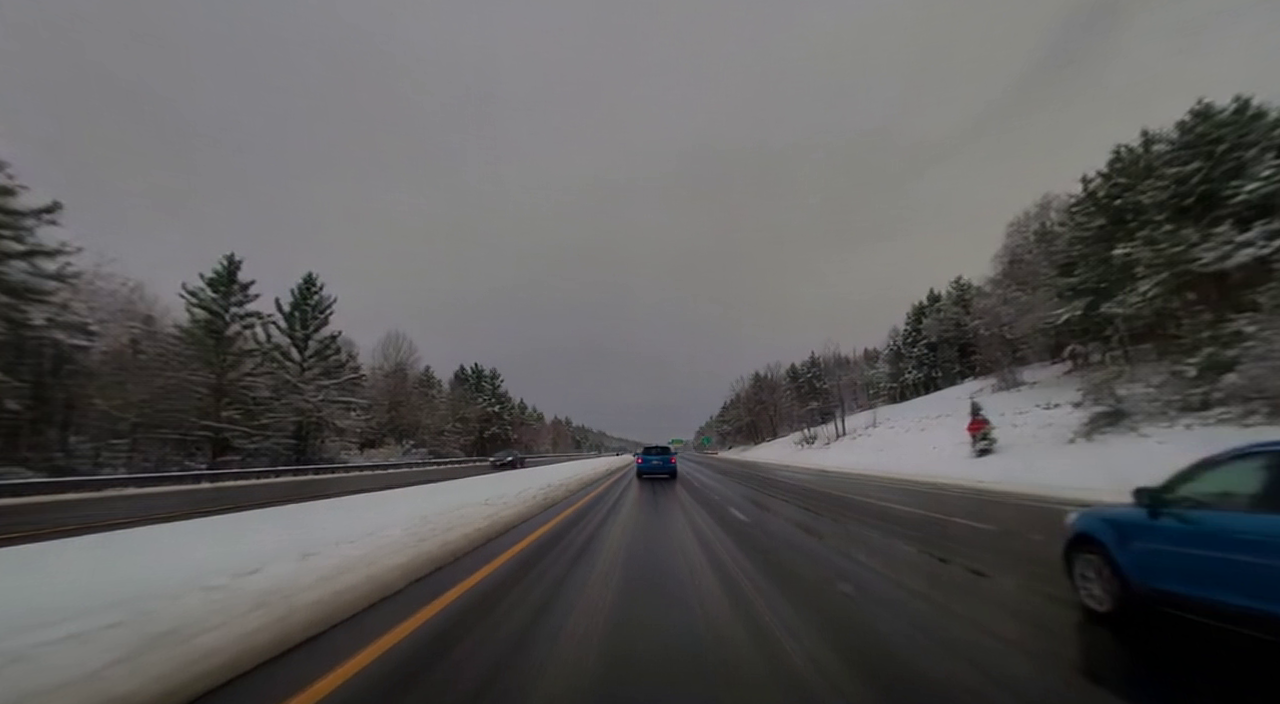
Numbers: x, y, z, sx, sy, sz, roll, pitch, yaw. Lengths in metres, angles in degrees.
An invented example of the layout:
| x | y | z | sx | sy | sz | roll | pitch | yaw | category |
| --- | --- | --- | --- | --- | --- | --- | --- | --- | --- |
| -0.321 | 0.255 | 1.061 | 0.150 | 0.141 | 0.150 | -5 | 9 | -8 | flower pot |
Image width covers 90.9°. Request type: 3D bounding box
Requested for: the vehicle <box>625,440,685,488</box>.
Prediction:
| x | y | z | sx | sy | sz | roll | pitch | yaw | category |
| --- | --- | --- | --- | --- | --- | --- | --- | --- | --- |
| 0.576 | 4.405 | 25.063 | 2.190 | 1.706 | 4.062 | 0 | -9 | 1 | vehicle |

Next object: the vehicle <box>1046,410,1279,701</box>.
| x | y | z | sx | sy | sz | roll | pitch | yaw | category |
| --- | --- | --- | --- | --- | --- | --- | --- | --- | --- |
| 4.242 | 0.989 | 2.858 | 1.864 | 1.489 | 4.379 | 0 | -9 | 0 | vehicle |
